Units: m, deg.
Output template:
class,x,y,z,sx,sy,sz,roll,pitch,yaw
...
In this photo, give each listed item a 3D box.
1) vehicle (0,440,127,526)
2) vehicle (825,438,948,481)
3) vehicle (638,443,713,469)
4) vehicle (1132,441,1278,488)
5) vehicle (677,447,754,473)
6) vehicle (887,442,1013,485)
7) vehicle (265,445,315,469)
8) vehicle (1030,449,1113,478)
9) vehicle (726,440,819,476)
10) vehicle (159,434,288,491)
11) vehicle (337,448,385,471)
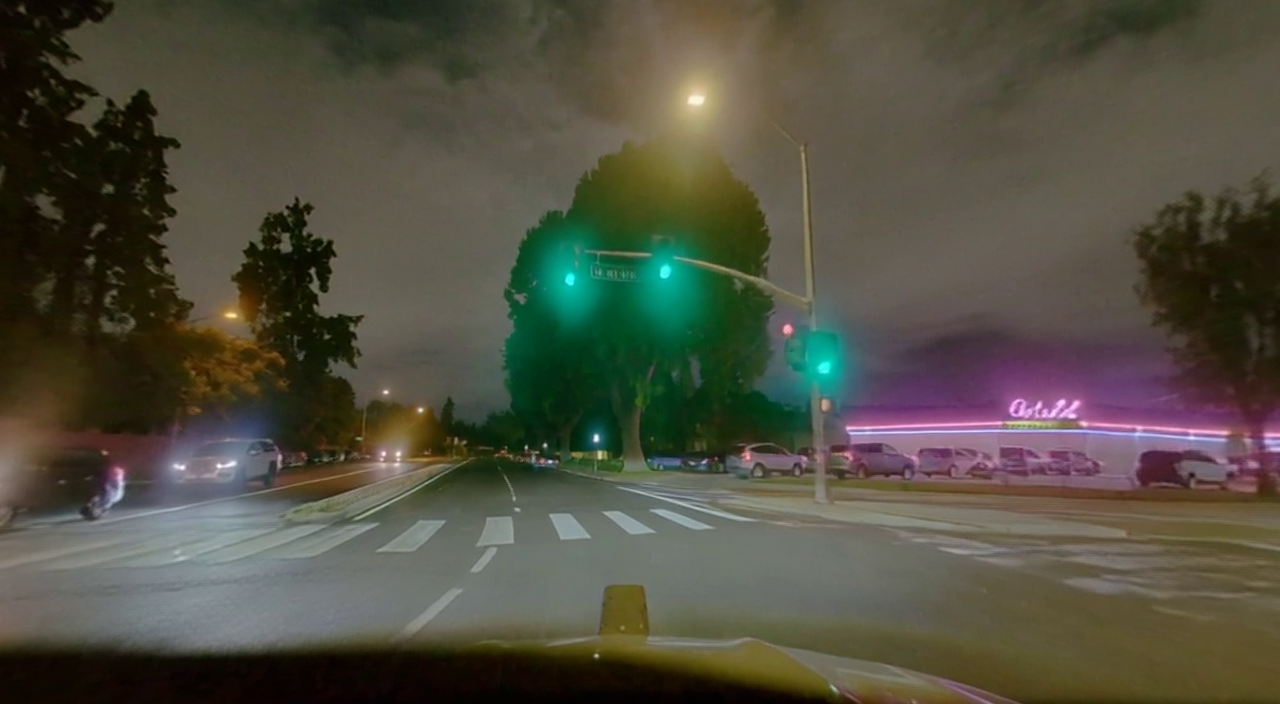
class,x,y,z,sx,sy,sz,roll,pitch,yaw
vehicle,-12.392,2.440,11.932,1.961,1.492,4.702,1,-9,-9
vehicle,11.503,4.962,29.401,5.314,1.829,2.018,3,-9,-23
vehicle,2.468,7.246,44.107,4.843,1.748,1.985,2,-9,-16
vehicle,22.058,4.368,24.653,4.530,1.696,1.979,2,-9,-15
vehicle,4.586,6.494,38.179,4.257,1.474,1.751,3,-9,-20
vehicle,13.023,4.646,26.580,4.375,1.685,2.045,2,-9,-14
vehicle,-27.398,8.232,49.534,1.882,1.706,4.938,0,-9,-10
vehicle,23.387,6.007,34.168,4.324,1.437,1.865,5,-10,-29
vehicle,6.986,5.542,33.166,4.669,1.770,1.896,5,-10,-30
vehicle,-14.831,3.937,22.892,2.049,1.817,5.292,2,-9,-12
vehicle,-18.749,7.195,42.498,1.951,1.436,4.624,2,-9,-11
